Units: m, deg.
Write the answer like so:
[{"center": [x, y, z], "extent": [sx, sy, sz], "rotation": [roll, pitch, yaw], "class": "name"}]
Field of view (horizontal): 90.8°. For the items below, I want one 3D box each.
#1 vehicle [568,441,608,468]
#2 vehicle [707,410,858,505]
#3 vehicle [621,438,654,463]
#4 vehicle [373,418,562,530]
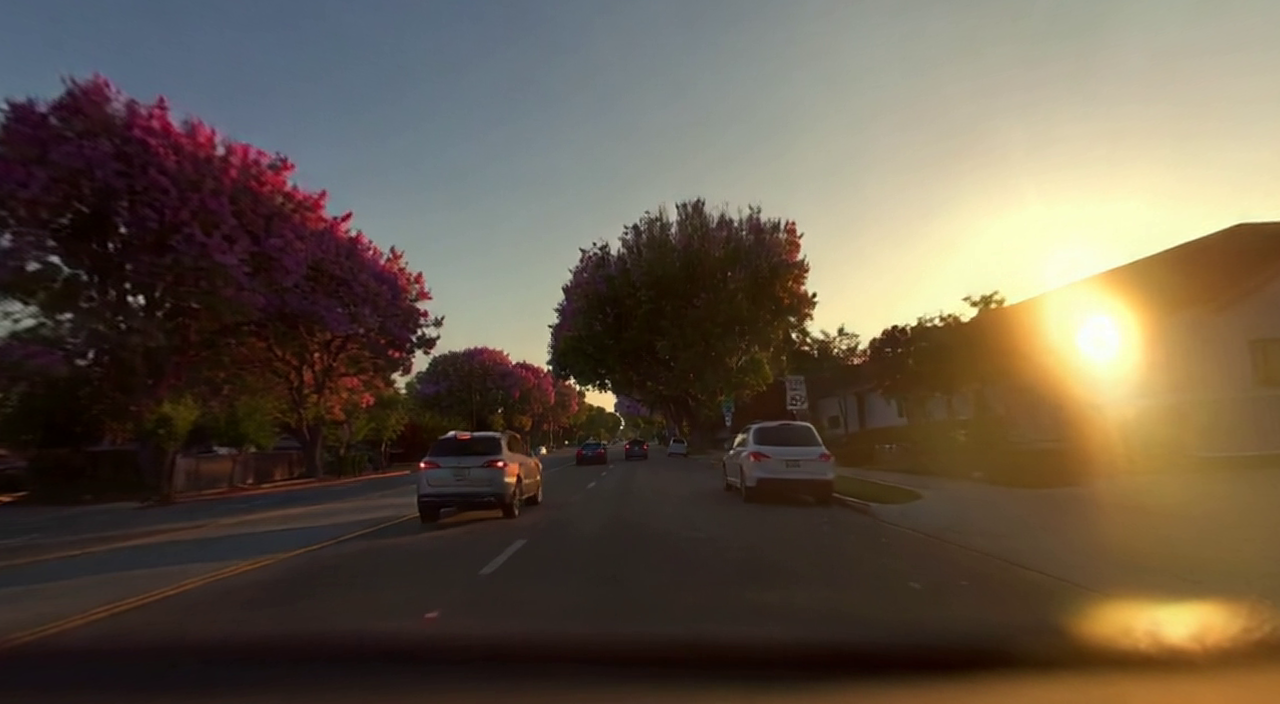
[{"center": [-3.179, 6.414, 39.725], "extent": [2.167, 1.634, 4.220], "rotation": [0, -9, 0], "class": "vehicle"}, {"center": [3.385, 2.694, 16.419], "extent": [2.653, 2.058, 5.096], "rotation": [0, -9, -1], "class": "vehicle"}, {"center": [-0.194, 7.538, 48.305], "extent": [2.376, 1.801, 4.317], "rotation": [0, -9, 0], "class": "vehicle"}, {"center": [-3.065, 2.320, 12.627], "extent": [2.257, 1.751, 5.028], "rotation": [0, -9, 1], "class": "vehicle"}]
